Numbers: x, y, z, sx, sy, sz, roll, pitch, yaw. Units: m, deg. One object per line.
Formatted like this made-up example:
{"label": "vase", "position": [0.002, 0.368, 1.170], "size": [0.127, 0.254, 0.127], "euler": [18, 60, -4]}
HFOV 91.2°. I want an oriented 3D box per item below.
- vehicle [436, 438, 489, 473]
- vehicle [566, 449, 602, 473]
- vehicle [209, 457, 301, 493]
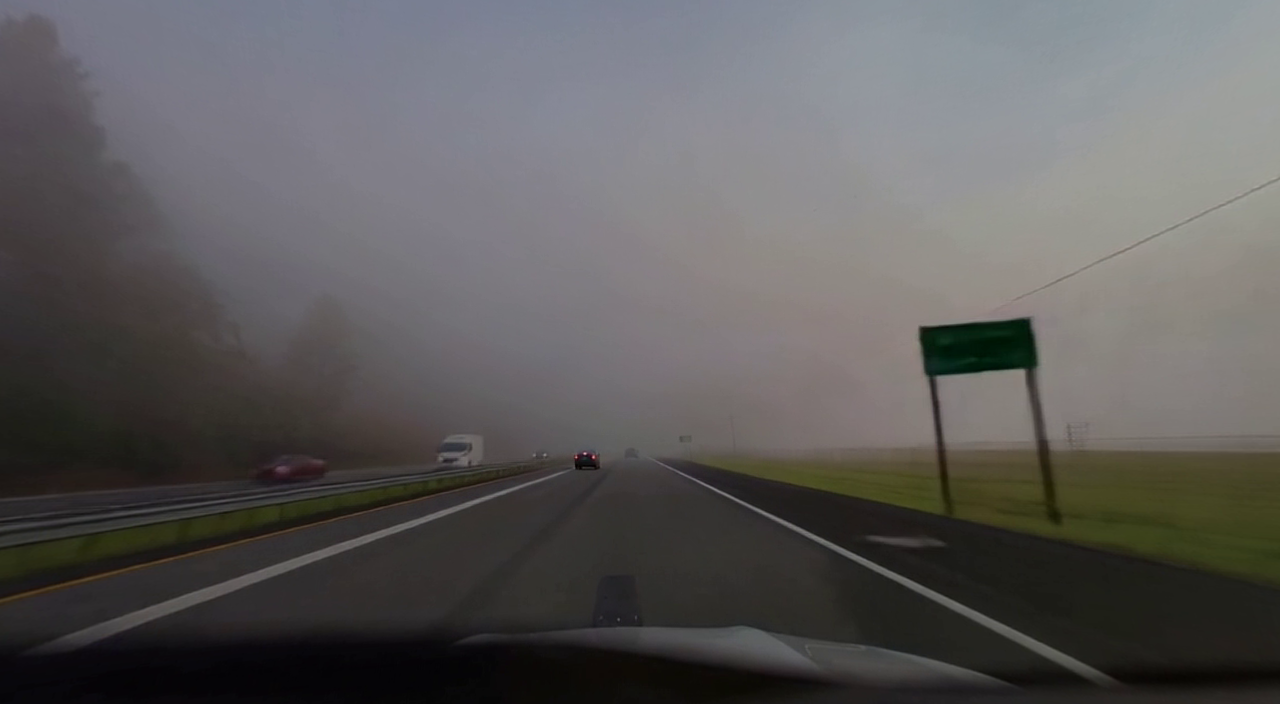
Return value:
{"label": "vehicle", "position": [-12.999, 7.623, 46.312], "size": [2.329, 2.393, 5.349], "euler": [0, -9, 0]}
{"label": "vehicle", "position": [-3.824, 7.546, 43.591], "size": [2.123, 1.545, 4.404], "euler": [0, -9, 0]}
{"label": "vehicle", "position": [-17.034, 5.439, 27.951], "size": [1.778, 1.456, 3.688], "euler": [0, -9, 0]}
